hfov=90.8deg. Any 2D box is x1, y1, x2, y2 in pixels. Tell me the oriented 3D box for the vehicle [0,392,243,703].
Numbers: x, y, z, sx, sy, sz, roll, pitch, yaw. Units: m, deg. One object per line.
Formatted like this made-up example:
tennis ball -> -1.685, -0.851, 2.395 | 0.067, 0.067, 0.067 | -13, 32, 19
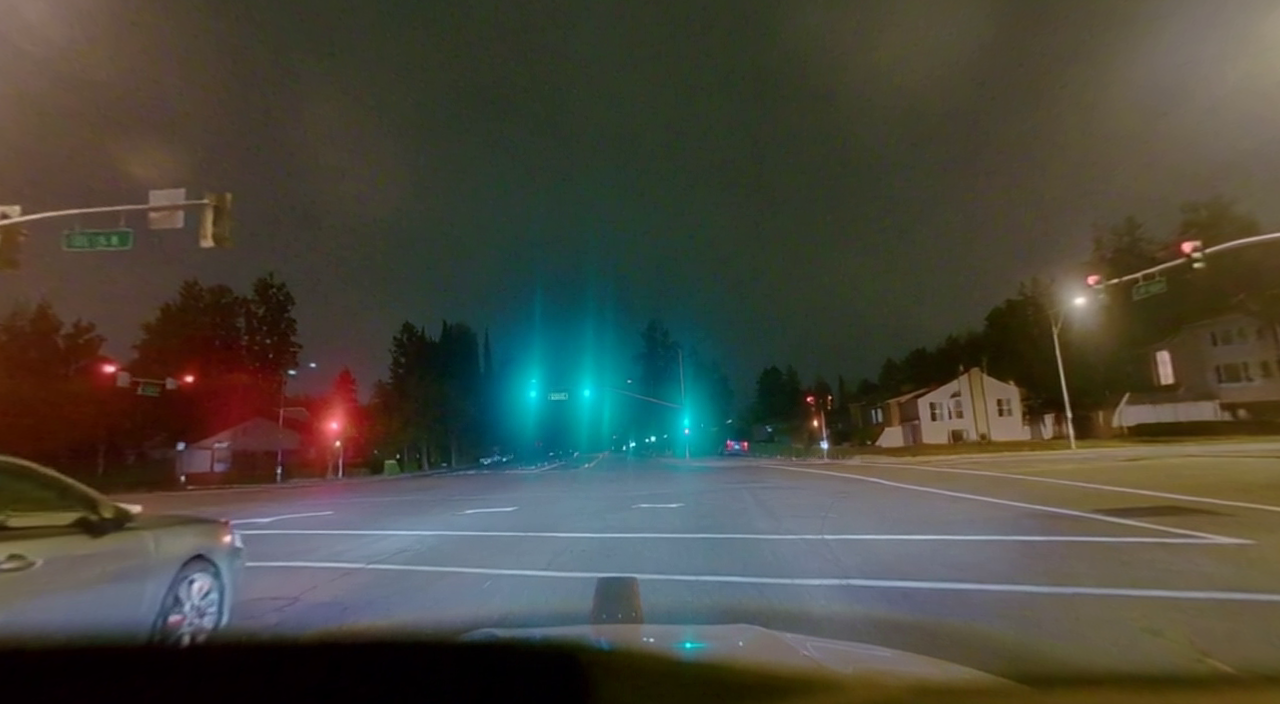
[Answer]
vehicle -> -3.657, 0.901, 2.395 | 1.777, 1.537, 3.831 | 0, -9, 0
